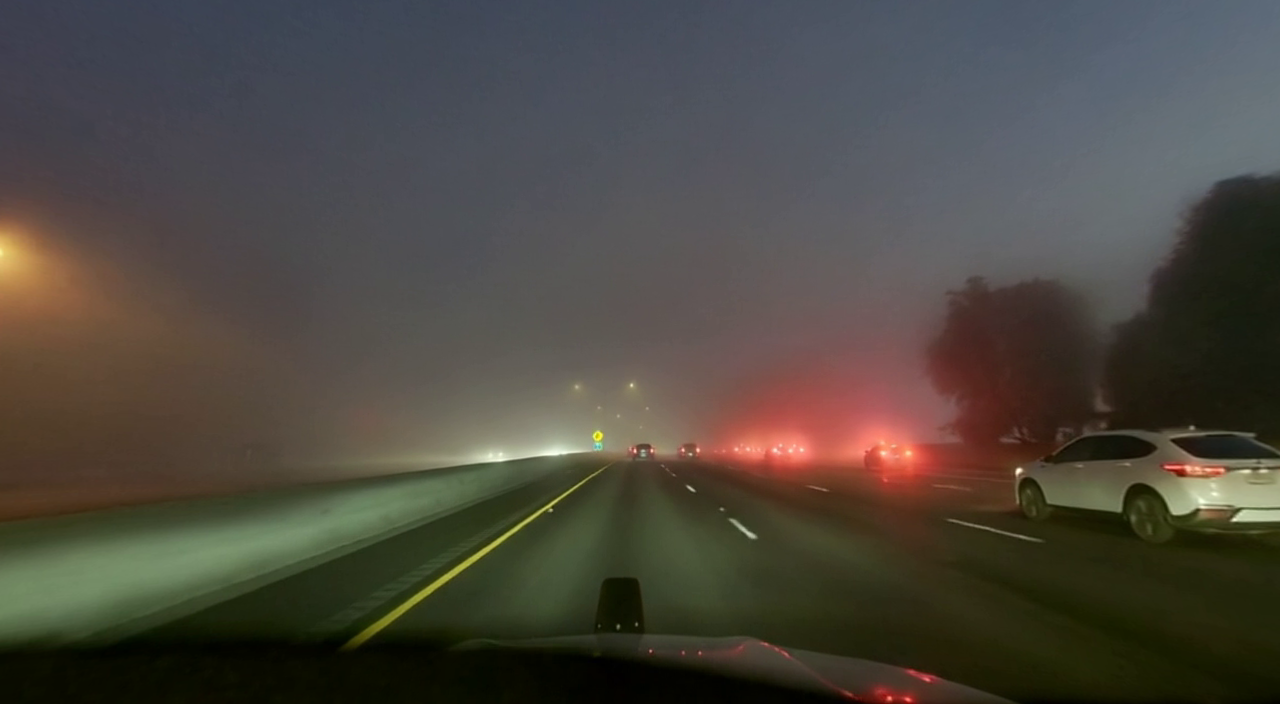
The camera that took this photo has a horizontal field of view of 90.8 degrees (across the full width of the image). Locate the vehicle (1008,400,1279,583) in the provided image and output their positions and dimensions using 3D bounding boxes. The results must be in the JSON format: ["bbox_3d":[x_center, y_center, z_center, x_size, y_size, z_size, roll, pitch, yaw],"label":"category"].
[{"bbox_3d":[6.942,1.572,7.759,2.027,1.679,4.543,0,-8,-1],"label":"vehicle"}]

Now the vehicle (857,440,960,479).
[{"bbox_3d":[10.968,4.403,26.284,2.087,1.442,4.834,0,-8,-1],"label":"vehicle"}]

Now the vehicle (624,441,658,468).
[{"bbox_3d":[0.001,6.459,40.024,1.864,1.566,4.446,-1,-8,-3],"label":"vehicle"}]
